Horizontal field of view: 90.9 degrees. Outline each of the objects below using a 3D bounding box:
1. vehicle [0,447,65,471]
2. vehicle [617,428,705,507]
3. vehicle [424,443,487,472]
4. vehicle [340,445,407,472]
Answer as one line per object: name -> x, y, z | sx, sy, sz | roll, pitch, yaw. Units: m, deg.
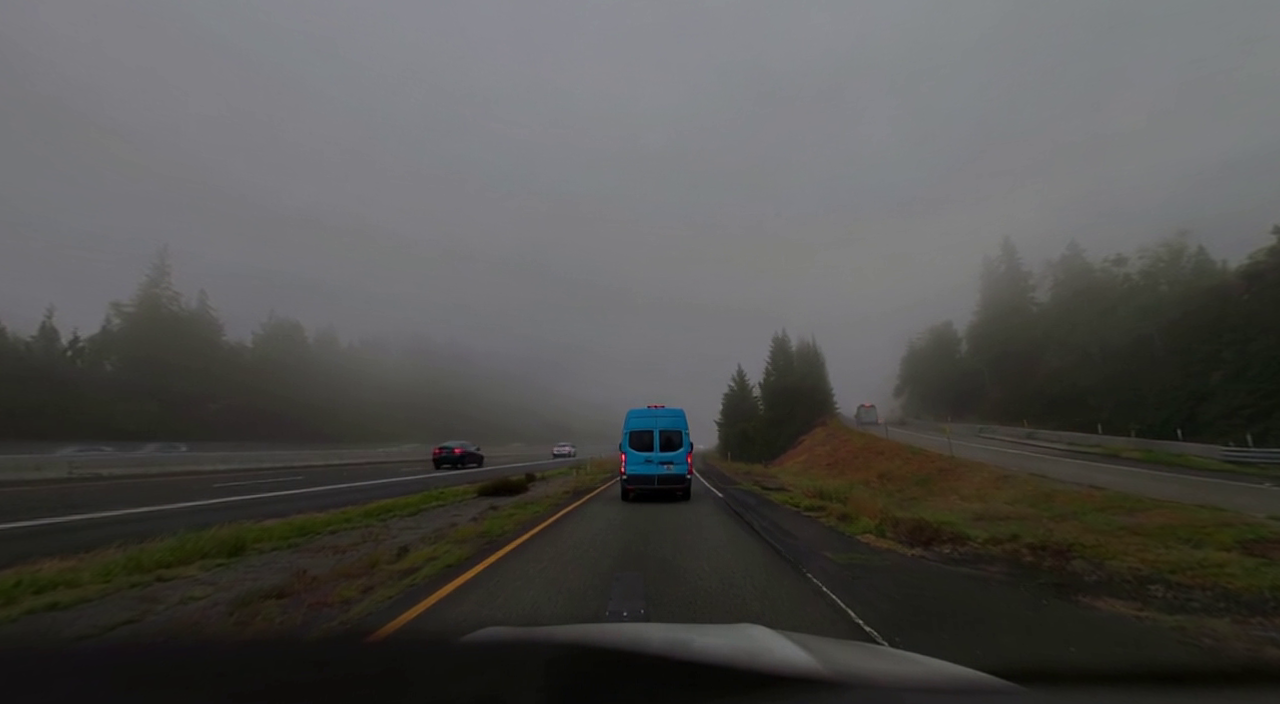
vehicle -> -41.252, 7.095, 41.868 | 1.803, 1.464, 4.455 | -1, -8, 3
vehicle -> 0.504, 3.048, 17.107 | 2.043, 1.821, 4.558 | 0, -8, 0
vehicle -> -11.547, 6.584, 39.871 | 2.050, 1.676, 5.319 | -1, -8, 4
vehicle -> -16.047, 6.423, 38.243 | 1.933, 1.485, 4.454 | -1, -8, 4
